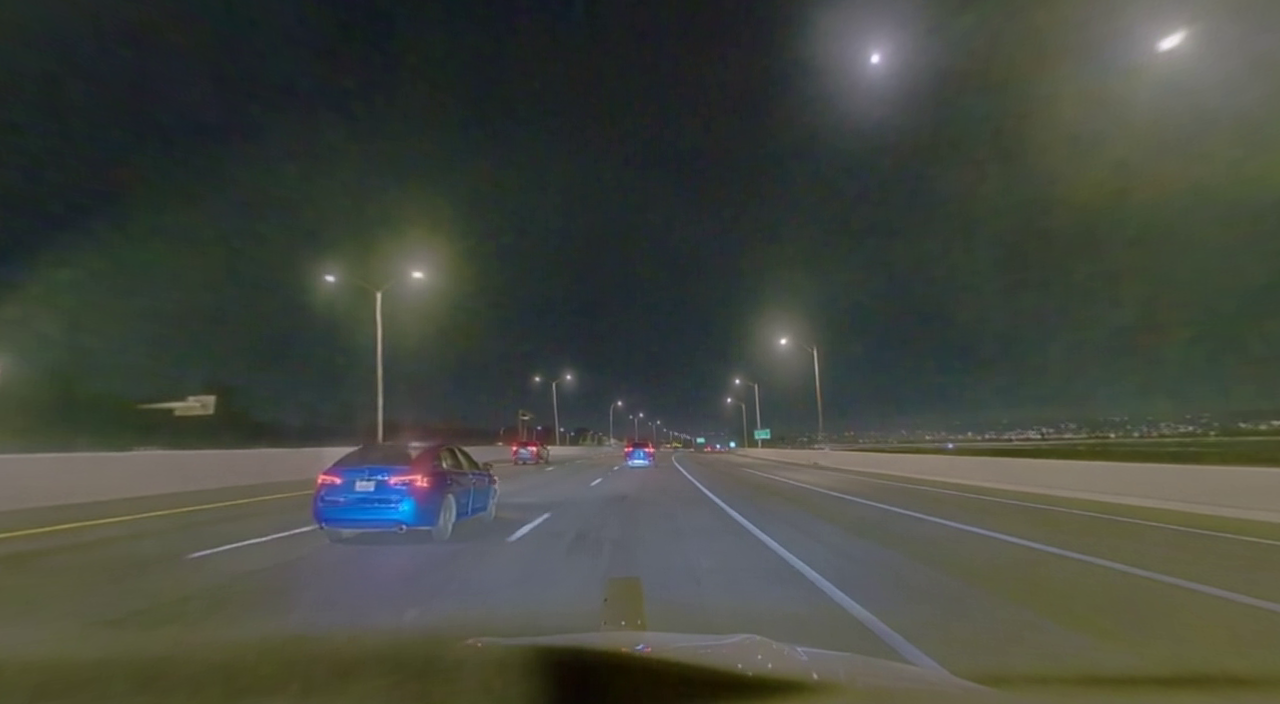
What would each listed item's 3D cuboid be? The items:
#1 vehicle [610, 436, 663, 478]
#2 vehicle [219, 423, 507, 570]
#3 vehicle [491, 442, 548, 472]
[{"bbox_3d":[-0.116,4.638,28.002,2.155,1.690,4.318,0,-9,1],"label":"vehicle"},{"bbox_3d":[-3.555,1.950,9.274,2.124,1.607,4.531,0,-9,1],"label":"vehicle"},{"bbox_3d":[-6.406,5.644,33.936,1.994,1.519,4.668,0,-9,2],"label":"vehicle"}]
